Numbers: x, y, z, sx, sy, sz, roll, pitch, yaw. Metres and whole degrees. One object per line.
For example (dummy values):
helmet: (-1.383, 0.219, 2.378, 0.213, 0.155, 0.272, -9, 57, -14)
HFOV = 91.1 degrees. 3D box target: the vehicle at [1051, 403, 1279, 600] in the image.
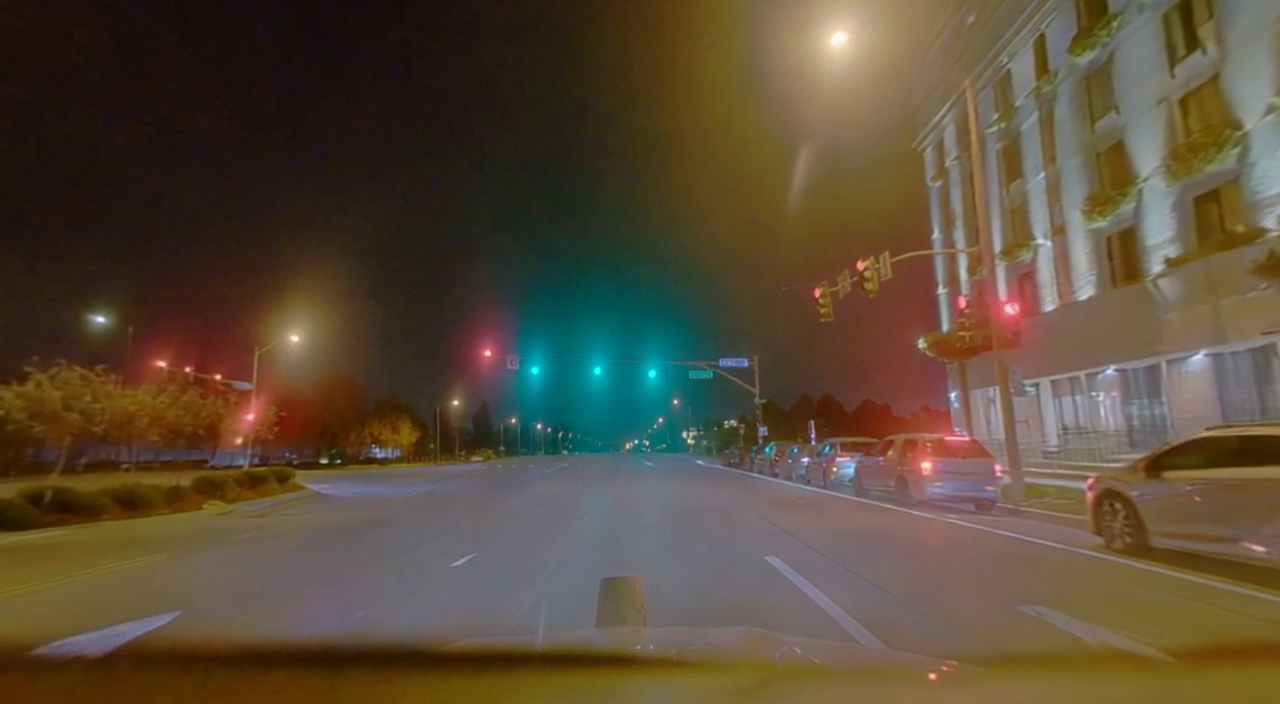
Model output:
vehicle: (6.476, 1.370, 5.953, 1.973, 1.674, 4.635, 0, -9, 0)

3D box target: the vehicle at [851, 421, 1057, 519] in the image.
vehicle: (6.522, 2.505, 13.825, 1.984, 1.751, 4.759, 0, -9, -1)
